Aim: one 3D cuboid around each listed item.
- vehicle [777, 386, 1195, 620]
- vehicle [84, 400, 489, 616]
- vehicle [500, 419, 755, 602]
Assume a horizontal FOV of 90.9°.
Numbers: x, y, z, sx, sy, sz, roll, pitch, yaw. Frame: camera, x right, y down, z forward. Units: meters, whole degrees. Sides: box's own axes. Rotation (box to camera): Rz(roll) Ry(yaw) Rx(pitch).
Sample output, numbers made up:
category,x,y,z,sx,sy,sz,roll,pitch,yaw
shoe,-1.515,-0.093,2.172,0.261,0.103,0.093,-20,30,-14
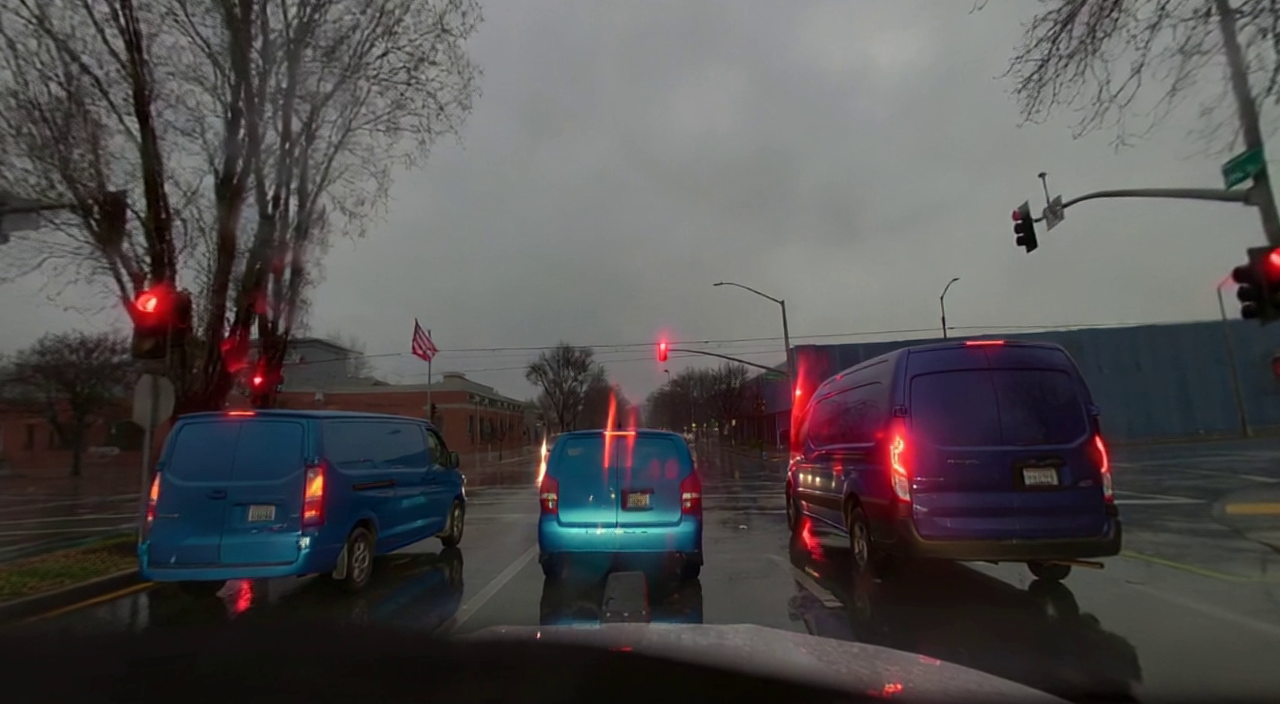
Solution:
category,x,y,z,sx,sy,sz,roll,pitch,yaw
vehicle,3.090,1.465,7.023,2.178,1.746,4.400,0,-9,1
vehicle,-3.302,1.529,7.053,2.024,1.677,3.998,-1,-9,3
vehicle,-0.140,1.620,7.339,2.098,1.494,4.118,0,-9,-1
